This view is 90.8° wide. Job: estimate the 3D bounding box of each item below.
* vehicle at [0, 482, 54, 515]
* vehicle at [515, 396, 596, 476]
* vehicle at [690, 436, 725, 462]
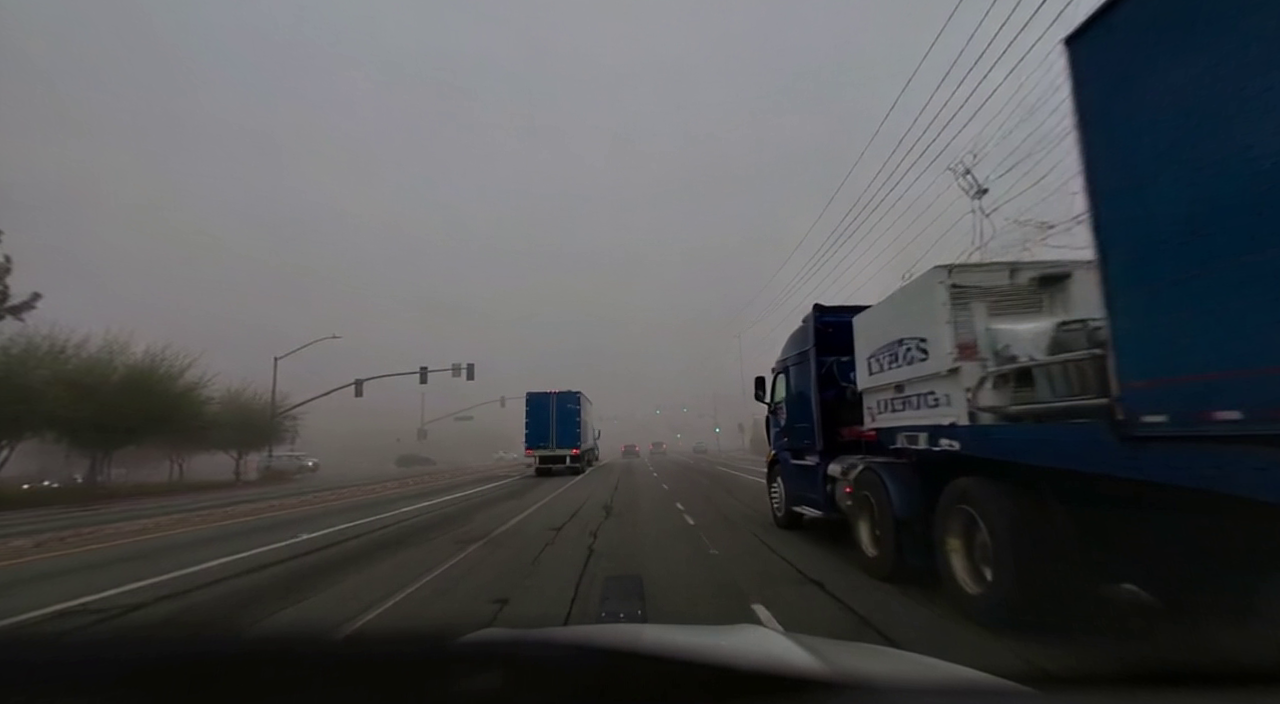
[{"bbox_3d":[-33.826,7.802,33.653,1.715,1.452,3.933,1,-8,-7],"label":"vehicle"},{"bbox_3d":[-3.905,4.187,31.148,2.889,3.347,8.285,0,-8,0],"label":"vehicle"},{"bbox_3d":[4.576,6.679,43.471,2.102,1.662,4.533,-1,-8,2],"label":"vehicle"}]
